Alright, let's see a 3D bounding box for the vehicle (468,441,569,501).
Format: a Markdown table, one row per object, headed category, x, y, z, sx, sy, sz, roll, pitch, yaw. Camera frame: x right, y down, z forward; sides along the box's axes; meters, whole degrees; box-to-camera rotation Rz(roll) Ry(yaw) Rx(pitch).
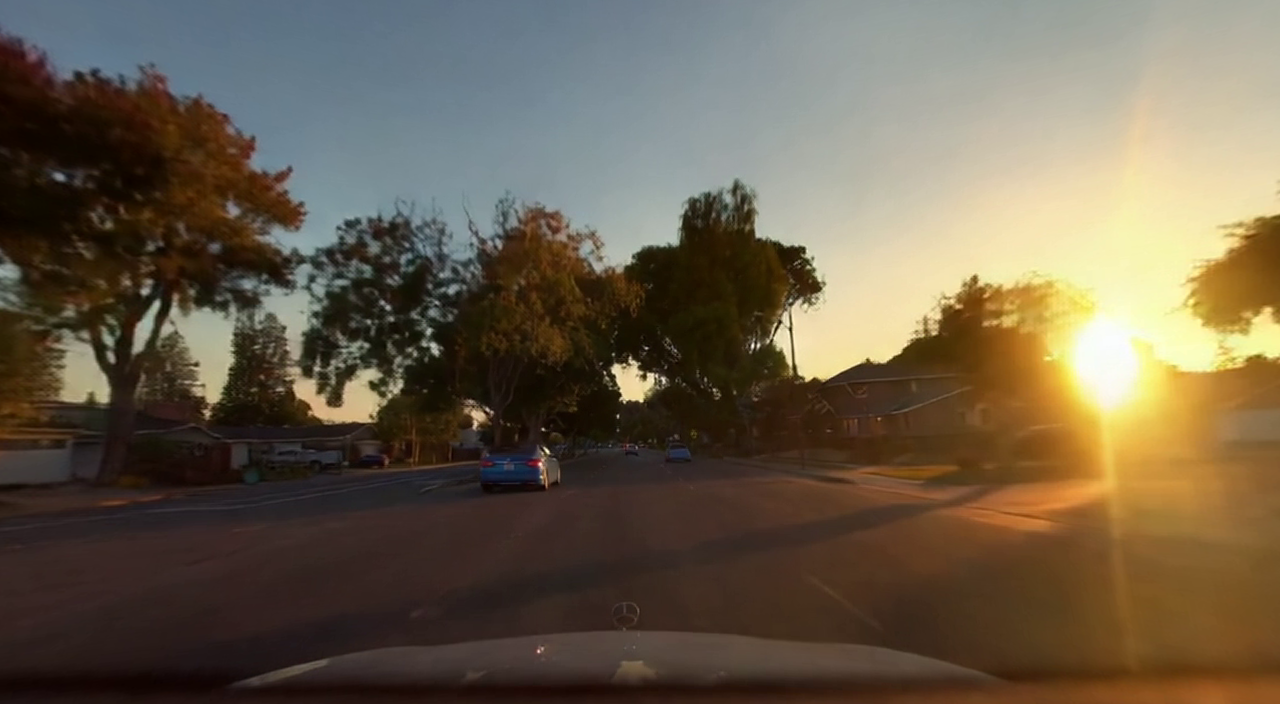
| category | x | y | z | sx | sy | sz | roll | pitch | yaw |
| --- | --- | --- | --- | --- | --- | --- | --- | --- | --- |
| vehicle | -3.306 | 3.310 | 18.061 | 2.005 | 1.477 | 4.169 | -1 | -8 | 1 |
